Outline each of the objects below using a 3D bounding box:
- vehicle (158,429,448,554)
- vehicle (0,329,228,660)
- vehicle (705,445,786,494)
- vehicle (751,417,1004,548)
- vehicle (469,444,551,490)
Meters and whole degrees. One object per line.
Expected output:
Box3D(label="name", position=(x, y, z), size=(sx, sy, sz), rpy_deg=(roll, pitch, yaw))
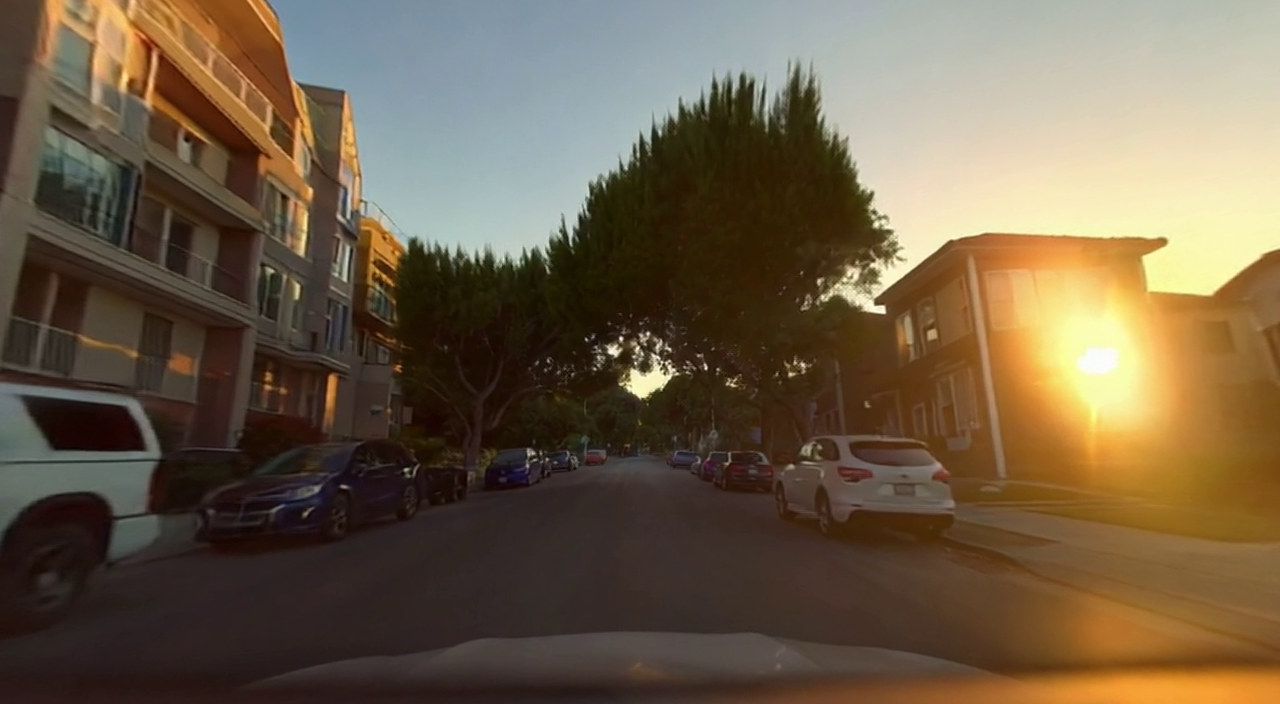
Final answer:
Box3D(label="vehicle", position=(-5.606, 2.387, 11.735), size=(2.122, 1.722, 5.662), rpy_deg=(-1, -9, 2))
Box3D(label="vehicle", position=(-5.513, 0.853, 3.439), size=(2.596, 2.152, 5.689), rpy_deg=(-1, -8, 1))
Box3D(label="vehicle", position=(4.016, 4.537, 24.969), size=(2.187, 1.699, 5.038), rpy_deg=(0, -8, -2))
Box3D(label="vehicle", position=(4.019, 2.431, 12.349), size=(2.473, 1.895, 6.050), rpy_deg=(0, -10, -1))
Box3D(label="vehicle", position=(-5.368, 4.809, 26.906), size=(2.222, 1.735, 5.215), rpy_deg=(0, -8, 2))
